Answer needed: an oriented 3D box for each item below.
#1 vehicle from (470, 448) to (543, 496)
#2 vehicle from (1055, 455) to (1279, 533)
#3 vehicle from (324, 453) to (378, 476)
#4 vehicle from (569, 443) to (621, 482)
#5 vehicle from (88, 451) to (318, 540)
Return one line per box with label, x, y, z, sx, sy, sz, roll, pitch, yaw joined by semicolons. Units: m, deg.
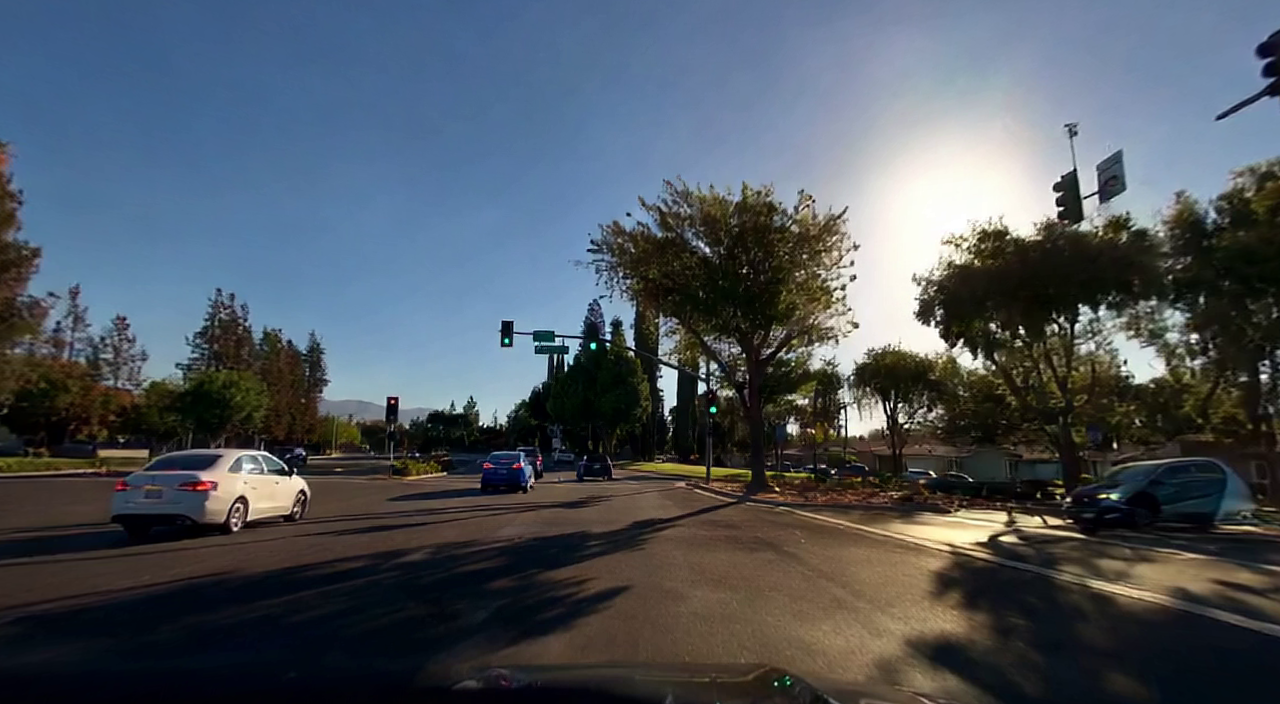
vehicle;-4.986;4.529;24.341;2.098;1.613;4.606;0;-8;-4
vehicle;11.723;2.952;13.396;4.439;1.477;1.895;0;-8;2
vehicle;-20.057;7.779;44.033;2.052;1.450;4.634;1;-8;-7
vehicle;-2.599;6.114;35.295;2.526;1.982;5.294;1;-9;-8
vehicle;-8.339;2.713;12.613;1.889;1.429;4.029;0;-8;-4
